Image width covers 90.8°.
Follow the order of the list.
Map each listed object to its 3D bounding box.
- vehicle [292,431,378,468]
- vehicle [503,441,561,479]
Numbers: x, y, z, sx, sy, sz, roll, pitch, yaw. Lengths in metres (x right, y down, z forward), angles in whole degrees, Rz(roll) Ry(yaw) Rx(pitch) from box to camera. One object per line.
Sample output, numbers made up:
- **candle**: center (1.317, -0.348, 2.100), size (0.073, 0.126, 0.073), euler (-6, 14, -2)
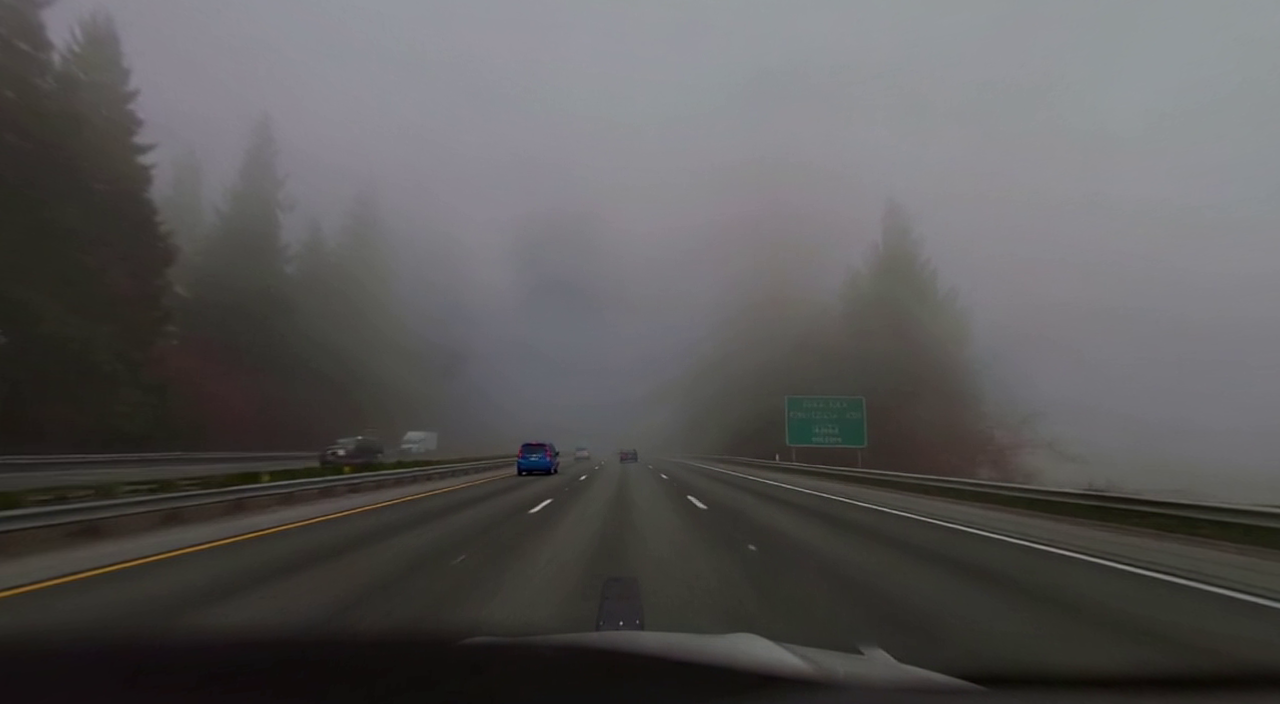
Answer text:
- **vehicle**: center (-13.539, 4.365, 28.299), size (1.932, 1.527, 3.899), euler (0, -9, 0)
- **vehicle**: center (-5.115, 5.169, 30.452), size (2.088, 1.675, 4.108), euler (0, -9, 0)
